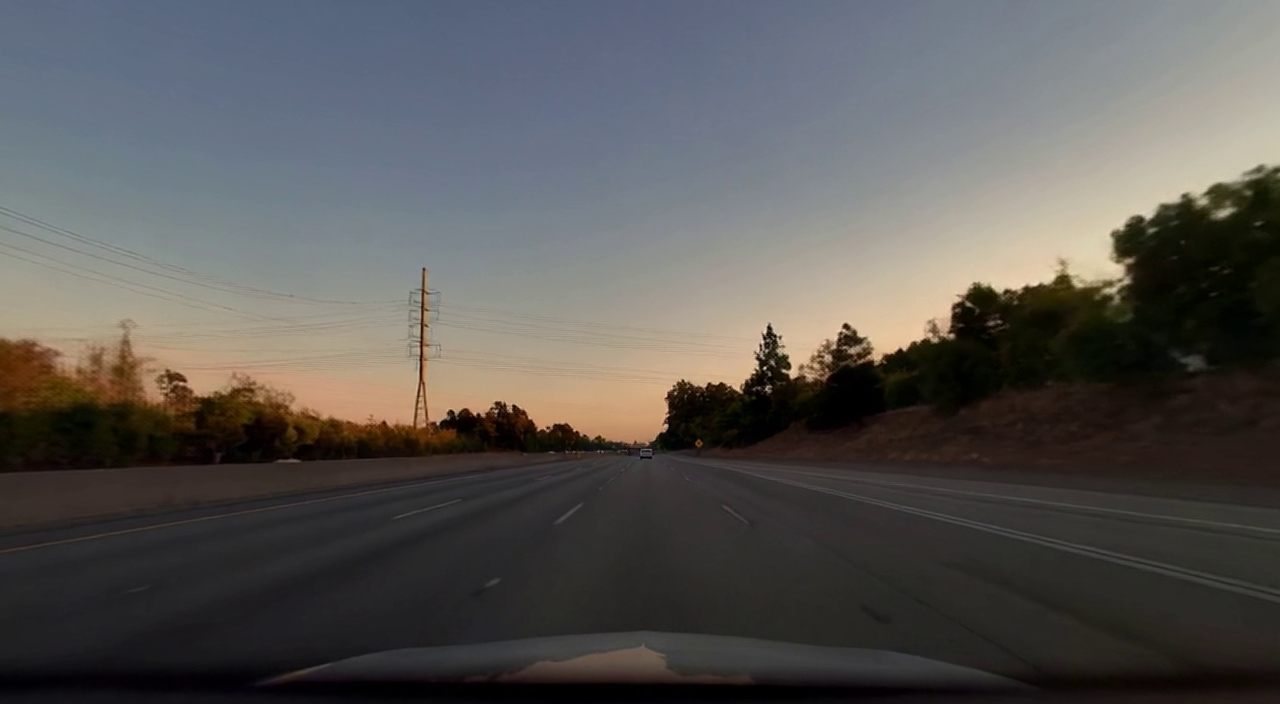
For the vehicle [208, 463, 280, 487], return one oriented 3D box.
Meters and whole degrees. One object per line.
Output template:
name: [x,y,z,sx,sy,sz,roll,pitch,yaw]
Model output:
vehicle: [-28.417,8.831,45.502,1.908,1.537,4.709,-1,-8,4]
